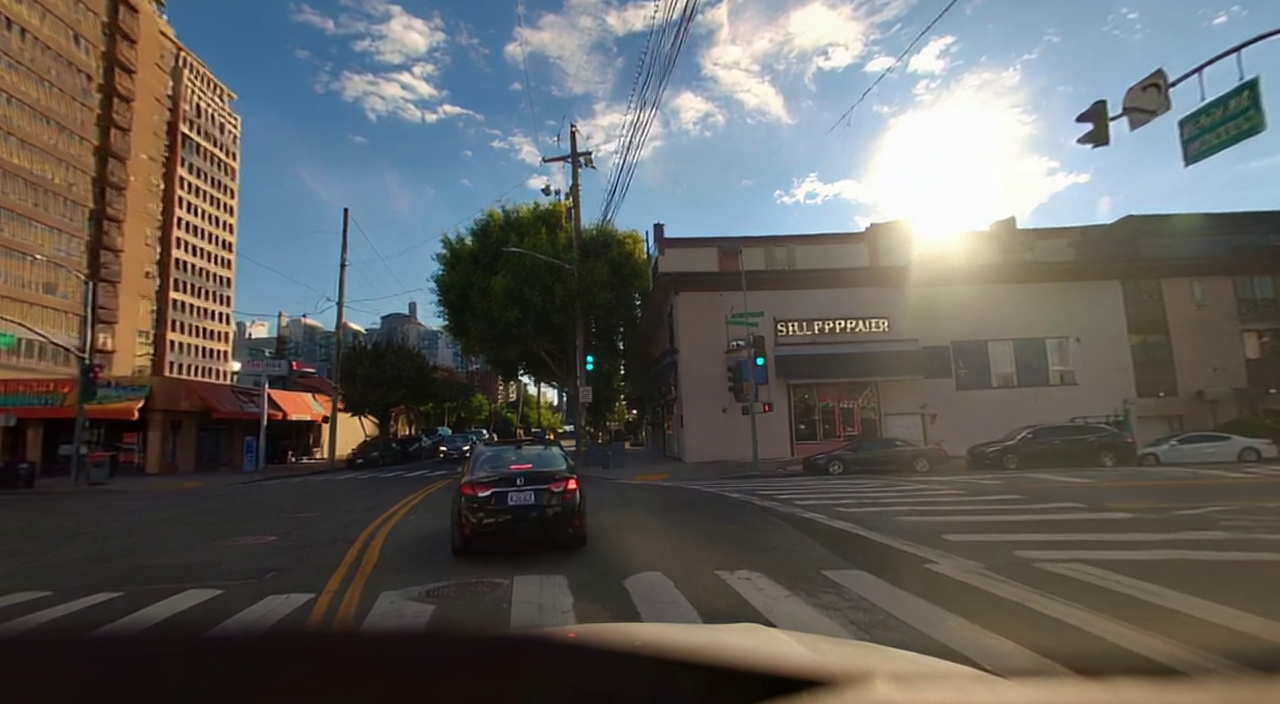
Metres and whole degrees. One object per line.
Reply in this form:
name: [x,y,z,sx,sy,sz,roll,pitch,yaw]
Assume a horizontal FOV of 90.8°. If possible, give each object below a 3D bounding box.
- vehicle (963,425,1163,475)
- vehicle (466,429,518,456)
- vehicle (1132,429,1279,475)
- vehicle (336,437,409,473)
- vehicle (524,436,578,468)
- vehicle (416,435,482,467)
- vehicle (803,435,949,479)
vehicle: [14.604,3.429,22.115,5.420,1.609,2.063,-1,-8,2]
vehicle: [-9.880,6.111,42.585,2.181,1.723,4.692,-1,-8,3]
vehicle: [20.161,3.422,21.738,4.782,1.455,1.936,0,-8,-1]
vehicle: [-14.351,5.534,34.169,1.933,1.461,4.393,-5,-5,1]
vehicle: [-4.451,5.054,32.178,1.892,1.481,4.365,-1,-8,3]
vehicle: [-9.772,5.092,32.674,2.119,1.485,4.472,0,-8,-1]
vehicle: [8.251,3.699,22.409,4.426,1.446,1.795,-1,-8,1]
